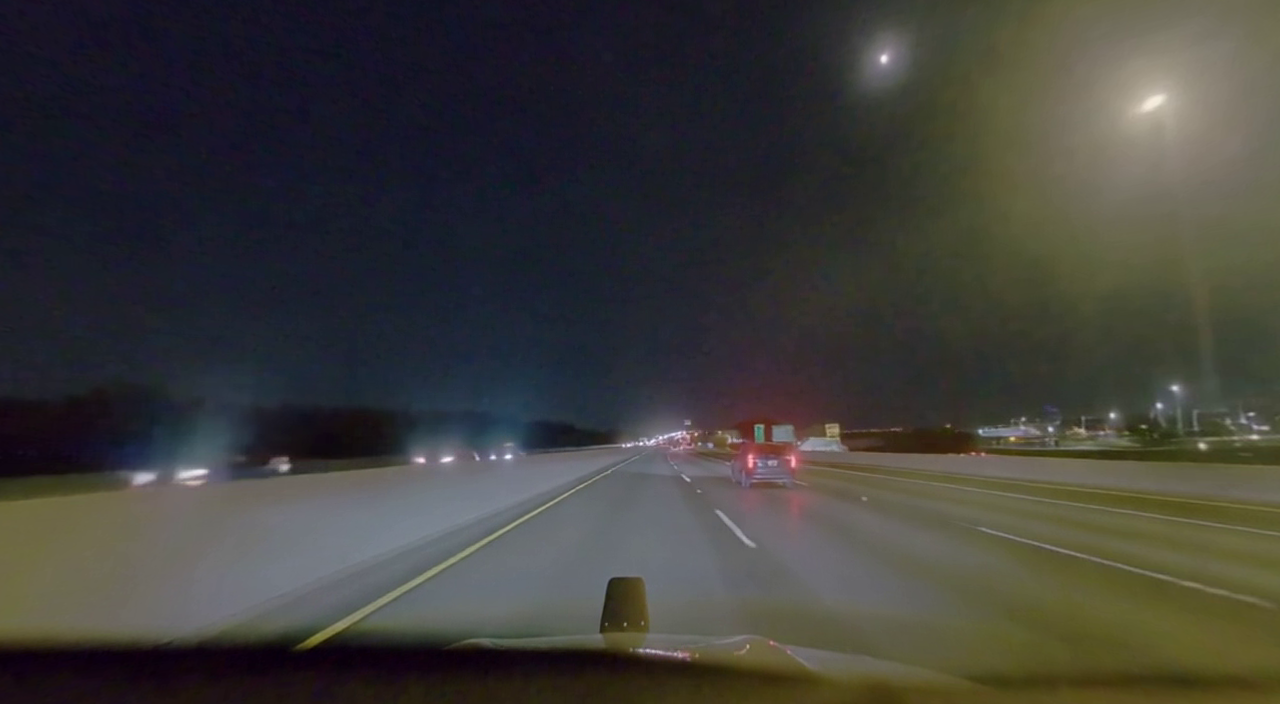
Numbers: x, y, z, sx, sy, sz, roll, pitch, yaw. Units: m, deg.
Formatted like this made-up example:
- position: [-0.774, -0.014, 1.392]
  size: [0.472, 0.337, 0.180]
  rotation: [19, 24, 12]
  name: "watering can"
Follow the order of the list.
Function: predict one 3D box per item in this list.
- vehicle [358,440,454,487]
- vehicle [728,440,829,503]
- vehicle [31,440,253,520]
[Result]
- position: [-9.117, 4.351, 24.964]
  size: [2.060, 1.654, 4.362]
  rotation: [0, -8, 1]
  name: "vehicle"
- position: [3.415, 2.988, 16.227]
  size: [1.683, 1.400, 3.868]
  rotation: [0, -8, -1]
  name: "vehicle"
- position: [-12.788, 3.248, 16.674]
  size: [2.052, 1.784, 4.583]
  rotation: [0, -8, 1]
  name: "vehicle"
